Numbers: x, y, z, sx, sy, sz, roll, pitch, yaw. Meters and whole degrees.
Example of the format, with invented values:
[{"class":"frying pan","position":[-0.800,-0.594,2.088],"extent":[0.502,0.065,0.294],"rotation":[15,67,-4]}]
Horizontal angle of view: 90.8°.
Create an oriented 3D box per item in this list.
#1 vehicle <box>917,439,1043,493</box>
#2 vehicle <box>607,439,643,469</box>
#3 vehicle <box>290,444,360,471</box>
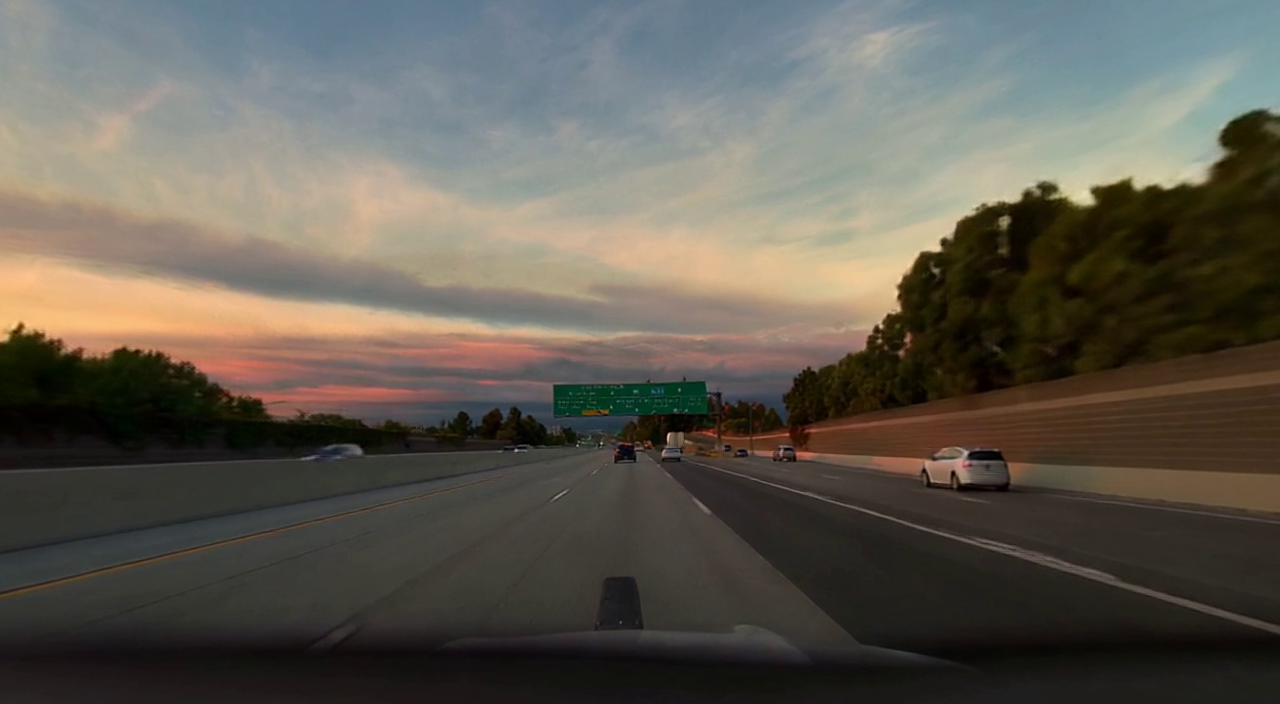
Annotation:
[{"class":"vehicle","position":[11.605,3.888,21.985],"extent":[1.912,1.673,4.438],"rotation":[0,-9,0]},{"class":"vehicle","position":[-0.899,6.269,38.895],"extent":[2.121,1.739,4.087],"rotation":[0,-9,0]},{"class":"vehicle","position":[-19.058,6.373,38.440],"extent":[1.937,1.492,4.536],"rotation":[0,-9,-1]}]
